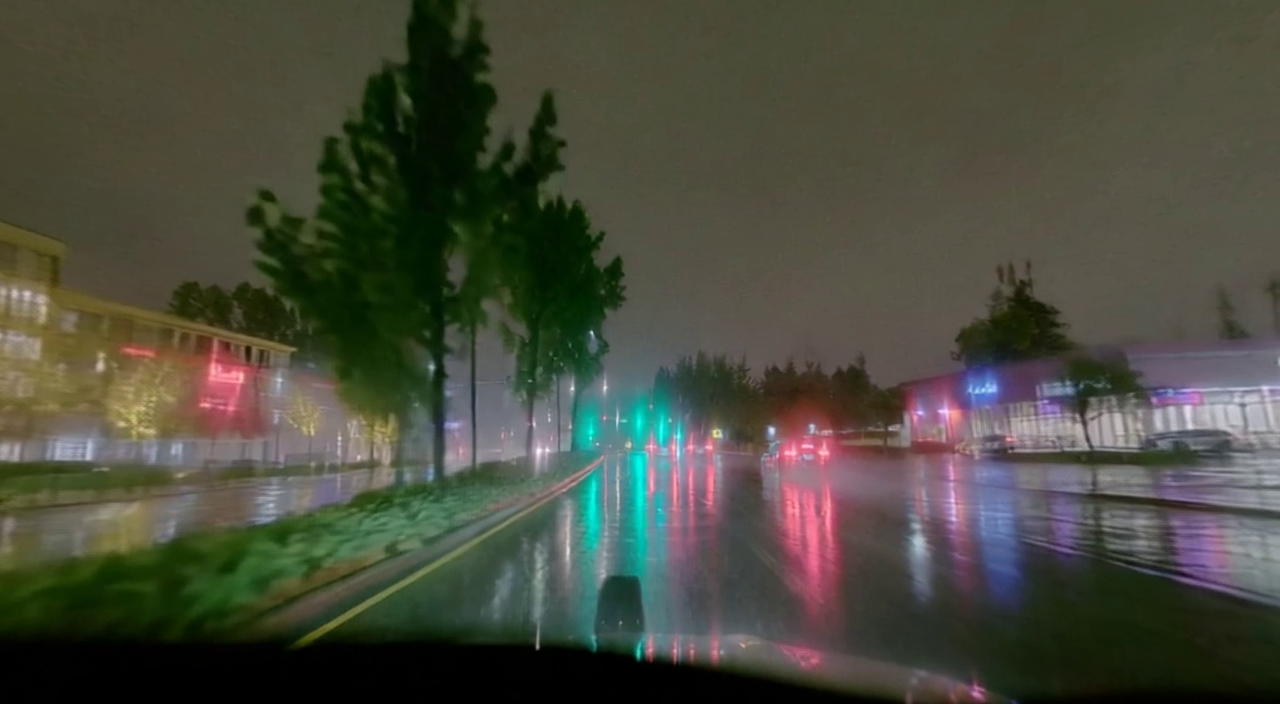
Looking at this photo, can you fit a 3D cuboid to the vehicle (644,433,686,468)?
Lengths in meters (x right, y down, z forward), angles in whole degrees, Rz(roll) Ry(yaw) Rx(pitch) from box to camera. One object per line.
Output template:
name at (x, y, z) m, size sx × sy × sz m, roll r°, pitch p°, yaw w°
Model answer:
vehicle at (1.385, 5.241, 33.725) m, size 2.100 × 1.683 × 4.231 m, roll -1°, pitch -8°, yaw 4°

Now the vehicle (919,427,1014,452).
vehicle at (19.848, 5.357, 38.530) m, size 4.619 × 1.447 × 2.054 m, roll 0°, pitch -8°, yaw -1°
